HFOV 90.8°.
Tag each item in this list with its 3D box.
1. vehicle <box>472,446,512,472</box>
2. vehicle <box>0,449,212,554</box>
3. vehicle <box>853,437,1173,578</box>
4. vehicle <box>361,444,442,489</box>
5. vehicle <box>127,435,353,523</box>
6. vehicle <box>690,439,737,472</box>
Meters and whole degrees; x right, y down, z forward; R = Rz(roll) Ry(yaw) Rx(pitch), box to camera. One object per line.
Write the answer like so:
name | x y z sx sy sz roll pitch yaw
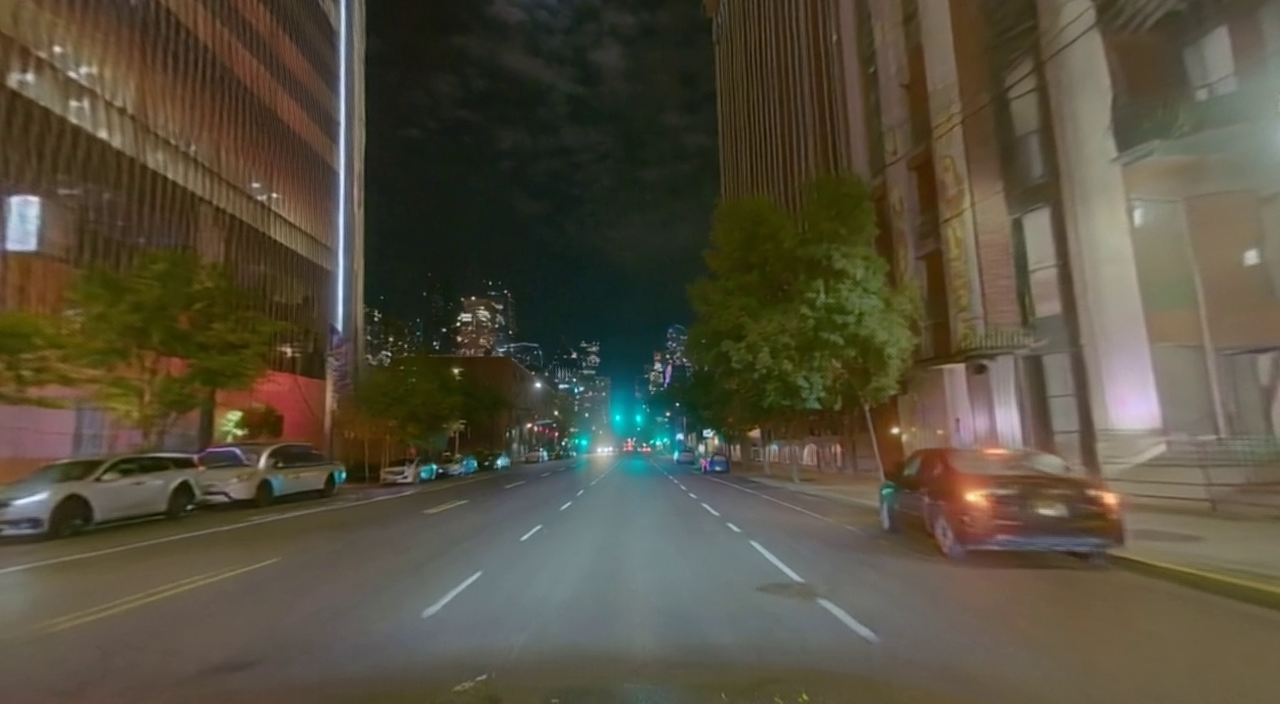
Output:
vehicle | -11.396 8.288 48.850 2.039 1.770 4.445 -3 -10 -1
vehicle | -11.022 2.784 12.404 1.992 1.629 4.773 -3 -9 -1
vehicle | 4.892 2.065 9.295 1.929 1.522 4.543 0 -9 0
vehicle | -11.397 5.479 30.629 1.970 1.828 5.519 -3 -9 -2
vehicle | -10.931 3.515 18.194 2.574 1.922 6.292 -3 -9 -1
vehicle | 4.525 6.500 39.733 2.237 1.908 5.320 1 -9 -1
